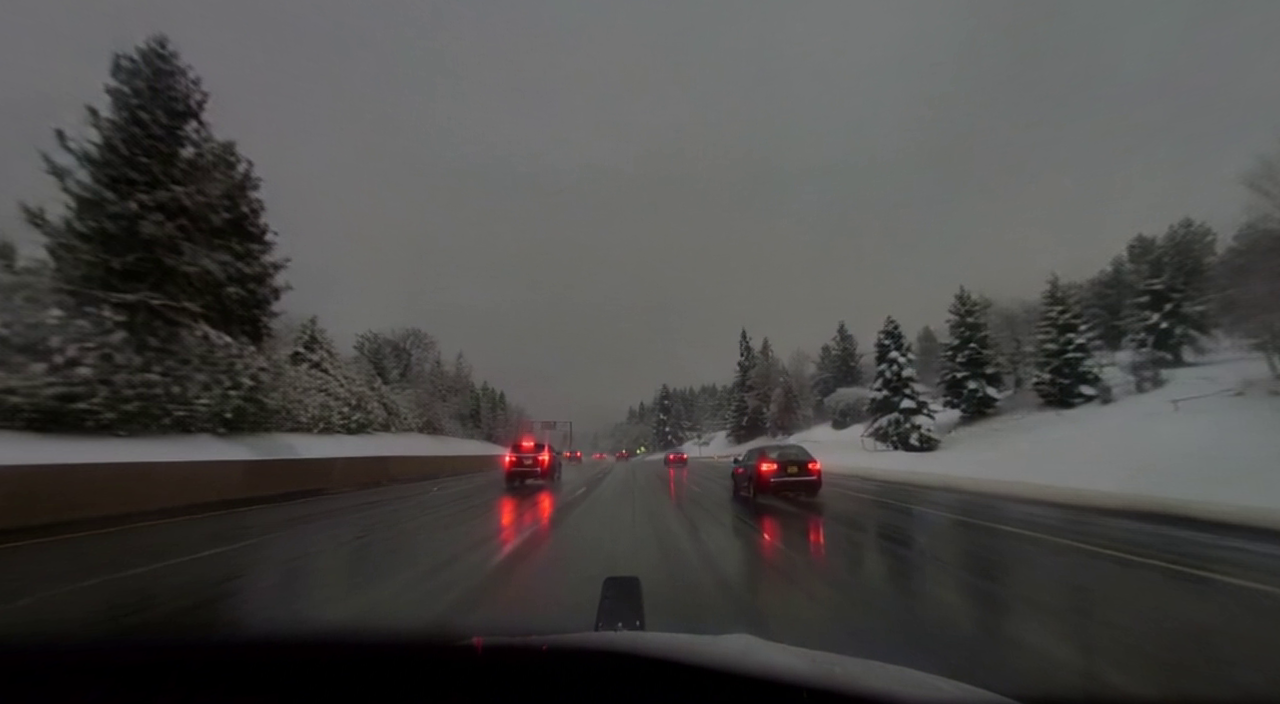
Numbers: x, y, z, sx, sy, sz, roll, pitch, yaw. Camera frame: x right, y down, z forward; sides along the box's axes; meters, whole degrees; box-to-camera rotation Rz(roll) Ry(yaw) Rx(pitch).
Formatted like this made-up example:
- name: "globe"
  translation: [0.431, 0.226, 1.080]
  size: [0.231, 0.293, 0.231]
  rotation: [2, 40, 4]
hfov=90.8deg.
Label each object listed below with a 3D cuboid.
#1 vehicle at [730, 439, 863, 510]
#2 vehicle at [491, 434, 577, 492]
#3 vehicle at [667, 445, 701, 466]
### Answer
- name: "vehicle"
  translation: [3.513, 2.832, 15.126]
  size: [1.947, 1.437, 4.345]
  rotation: [0, -9, -2]
- name: "vehicle"
  translation: [-3.510, 3.788, 21.862]
  size: [2.244, 1.755, 4.417]
  rotation: [0, -9, -1]
- name: "vehicle"
  translation: [3.109, 7.495, 45.809]
  size: [2.021, 1.447, 3.985]
  rotation: [0, -9, -2]
